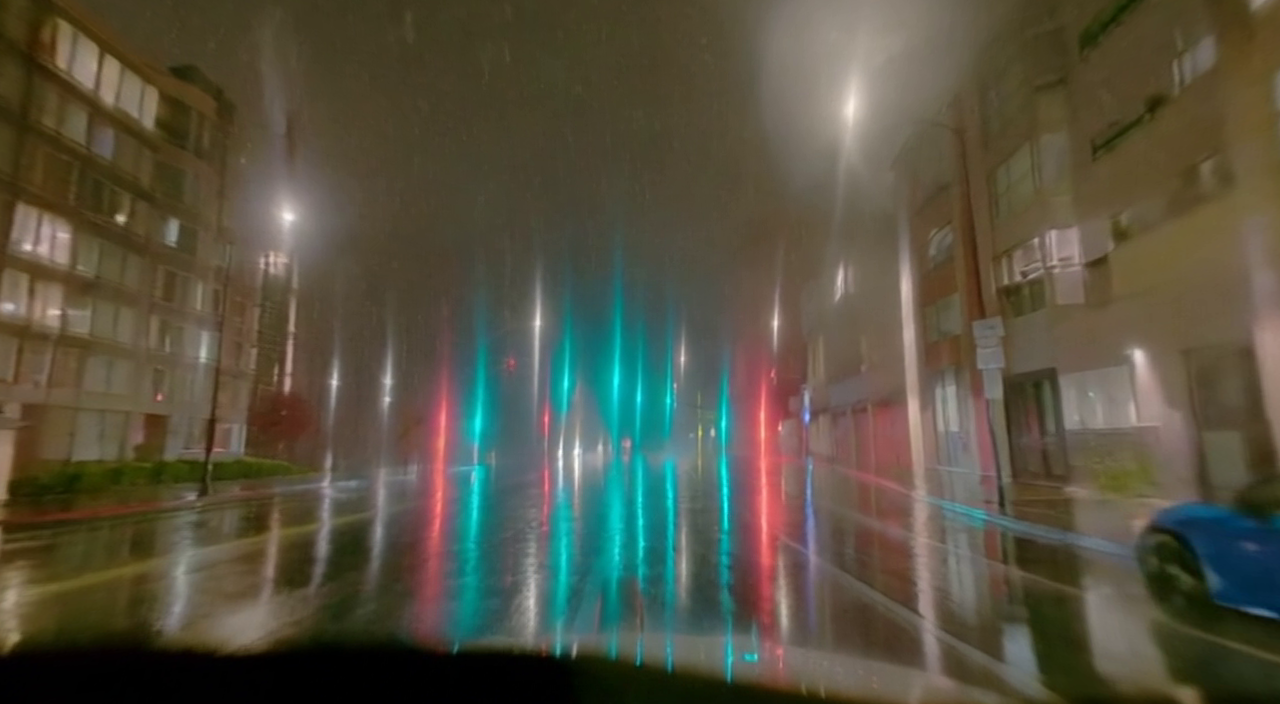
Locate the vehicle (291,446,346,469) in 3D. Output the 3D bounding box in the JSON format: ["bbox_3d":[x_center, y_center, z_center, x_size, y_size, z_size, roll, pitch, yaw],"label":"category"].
[{"bbox_3d":[-22.531,7.378,44.408,1.788,1.487,3.880,0,-8,0],"label":"vehicle"}]

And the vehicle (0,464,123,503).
[{"bbox_3d":[-24.197,5.415,26.231,3.721,1.470,1.967,0,-8,3],"label":"vehicle"}]

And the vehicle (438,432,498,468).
[{"bbox_3d":[-11.202,6.457,41.717,2.268,2.181,5.482,0,-8,2],"label":"vehicle"}]

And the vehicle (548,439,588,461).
[{"bbox_3d":[-5.205,7.128,46.125,2.129,1.495,4.699,0,-8,3],"label":"vehicle"}]

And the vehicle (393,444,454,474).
[{"bbox_3d":[-11.610,5.750,34.186,1.868,1.520,3.796,0,-8,1],"label":"vehicle"}]

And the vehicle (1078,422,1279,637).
[{"bbox_3d":[5.459,1.125,3.633,2.010,1.473,5.353,0,-8,-1],"label":"vehicle"}]
